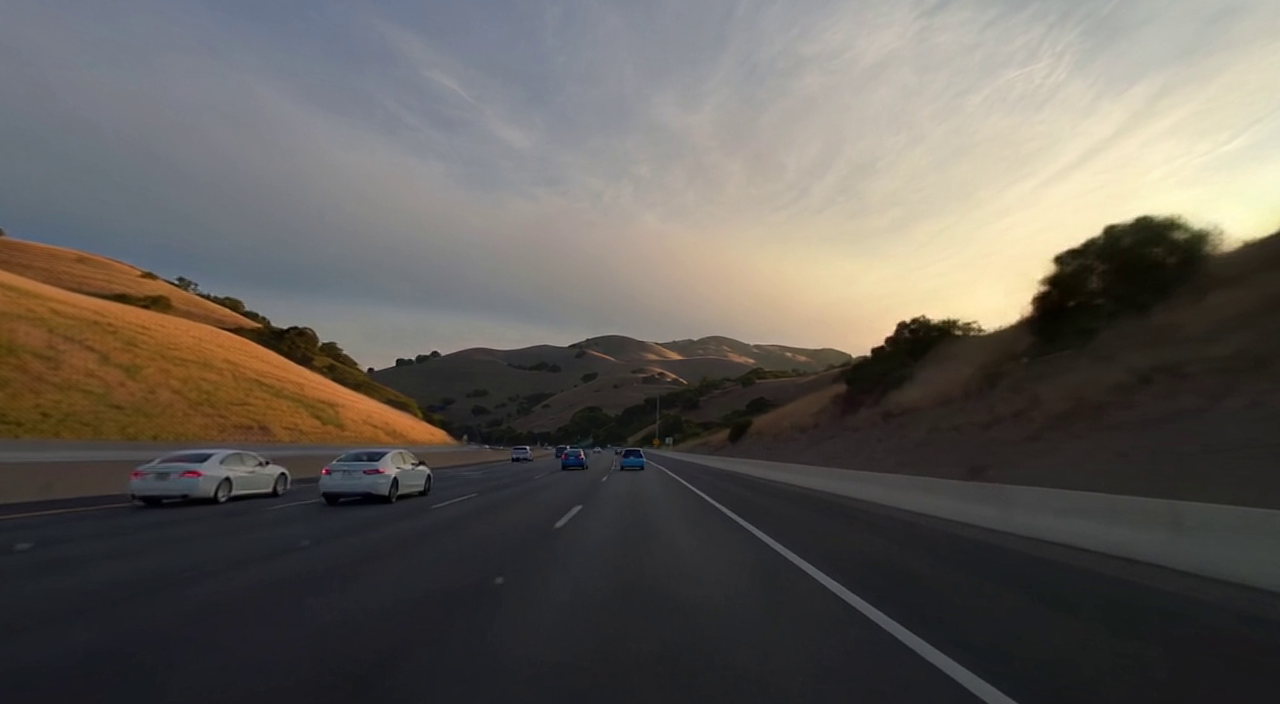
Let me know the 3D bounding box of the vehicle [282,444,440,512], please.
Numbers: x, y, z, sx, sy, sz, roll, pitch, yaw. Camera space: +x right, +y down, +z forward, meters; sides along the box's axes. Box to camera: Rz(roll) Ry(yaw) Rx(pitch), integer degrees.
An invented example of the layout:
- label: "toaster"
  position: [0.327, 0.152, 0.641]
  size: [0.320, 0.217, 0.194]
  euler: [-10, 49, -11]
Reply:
- label: "vehicle"
  position: [-6.799, 3.080, 15.980]
  size: [1.991, 1.441, 4.265]
  euler: [0, -8, 1]

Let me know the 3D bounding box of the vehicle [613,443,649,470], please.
- label: "vehicle"
  position: [-0.637, 6.868, 41.706]
  size: [2.225, 1.674, 4.044]
  euler: [0, -8, -2]

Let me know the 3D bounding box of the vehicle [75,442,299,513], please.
- label: "vehicle"
  position: [-11.095, 3.069, 16.067]
  size: [2.048, 1.501, 4.898]
  euler: [0, -8, 0]

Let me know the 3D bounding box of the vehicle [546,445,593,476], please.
- label: "vehicle"
  position: [-3.815, 5.932, 34.817]
  size: [2.144, 1.505, 4.649]
  euler: [0, -8, -1]
